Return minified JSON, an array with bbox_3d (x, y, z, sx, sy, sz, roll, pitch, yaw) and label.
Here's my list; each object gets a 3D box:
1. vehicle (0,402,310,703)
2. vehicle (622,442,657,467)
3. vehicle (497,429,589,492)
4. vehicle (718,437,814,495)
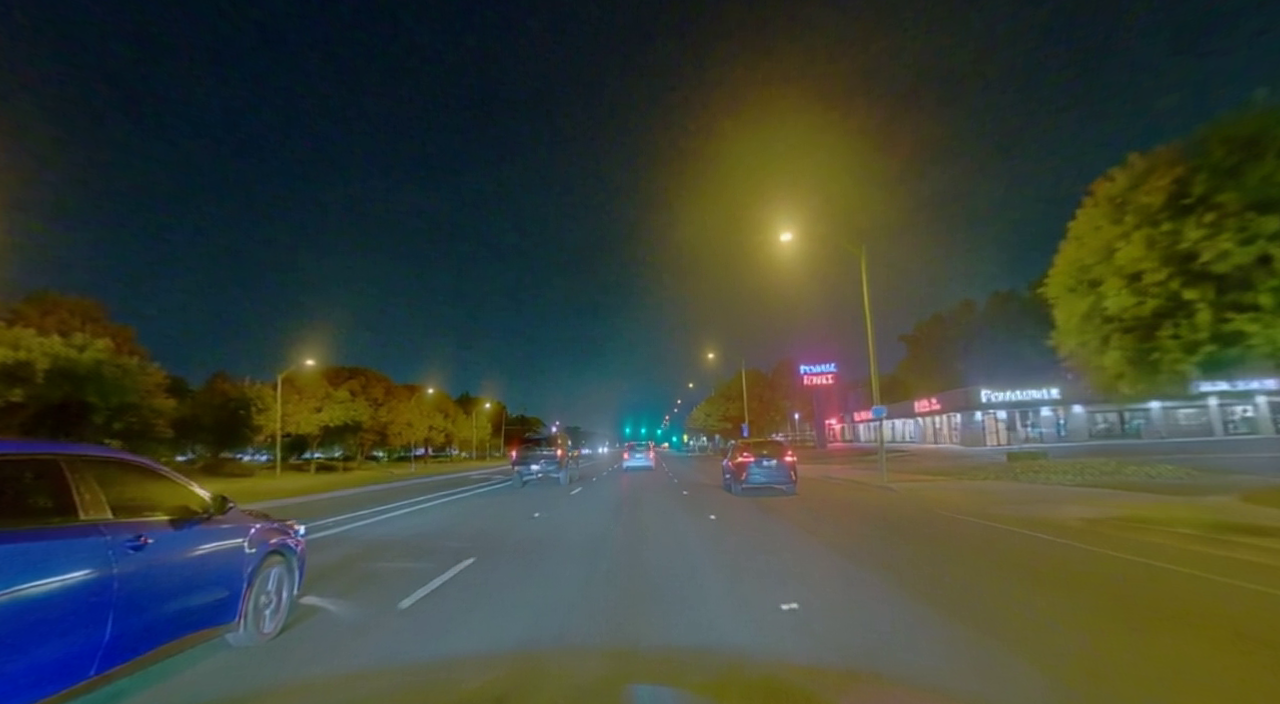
[{"bbox_3d":[-3.078,0.829,1.556,1.956,1.460,4.802,0,-8,0],"label":"vehicle"},{"bbox_3d":[-0.032,6.429,39.688,2.069,1.445,3.965,0,-8,0],"label":"vehicle"},{"bbox_3d":[-2.962,3.435,20.371,2.193,1.788,4.603,0,-8,1],"label":"vehicle"},{"bbox_3d":[3.589,3.328,18.801,1.904,1.490,4.299,0,-8,-1],"label":"vehicle"}]
